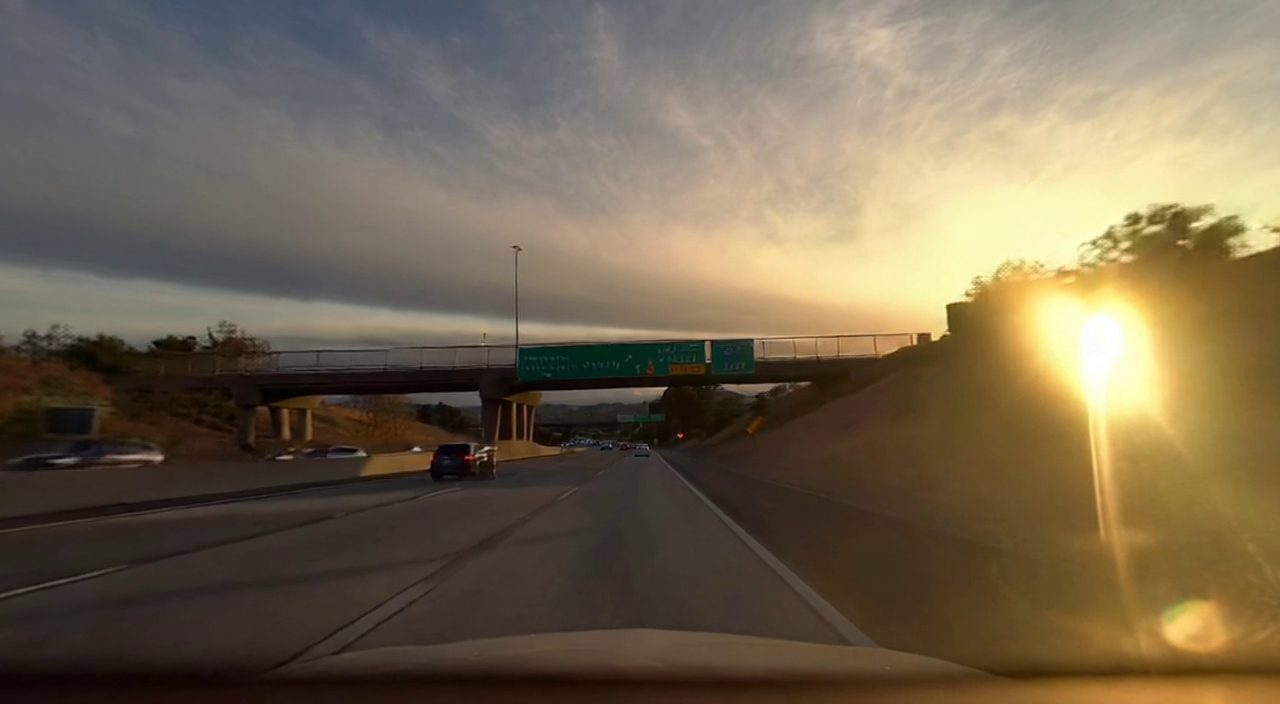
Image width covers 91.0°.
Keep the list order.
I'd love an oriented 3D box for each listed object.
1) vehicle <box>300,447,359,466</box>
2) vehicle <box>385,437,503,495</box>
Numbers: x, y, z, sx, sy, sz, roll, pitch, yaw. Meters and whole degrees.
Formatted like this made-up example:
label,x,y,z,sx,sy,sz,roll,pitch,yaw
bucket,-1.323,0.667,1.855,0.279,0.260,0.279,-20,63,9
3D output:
label,x,y,z,sx,sy,sz,roll,pitch,yaw
vehicle,-24.334,8.171,49.542,2.118,1.401,4.761,0,-9,2
vehicle,-5.785,3.424,19.338,1.916,1.545,4.757,0,-8,2
